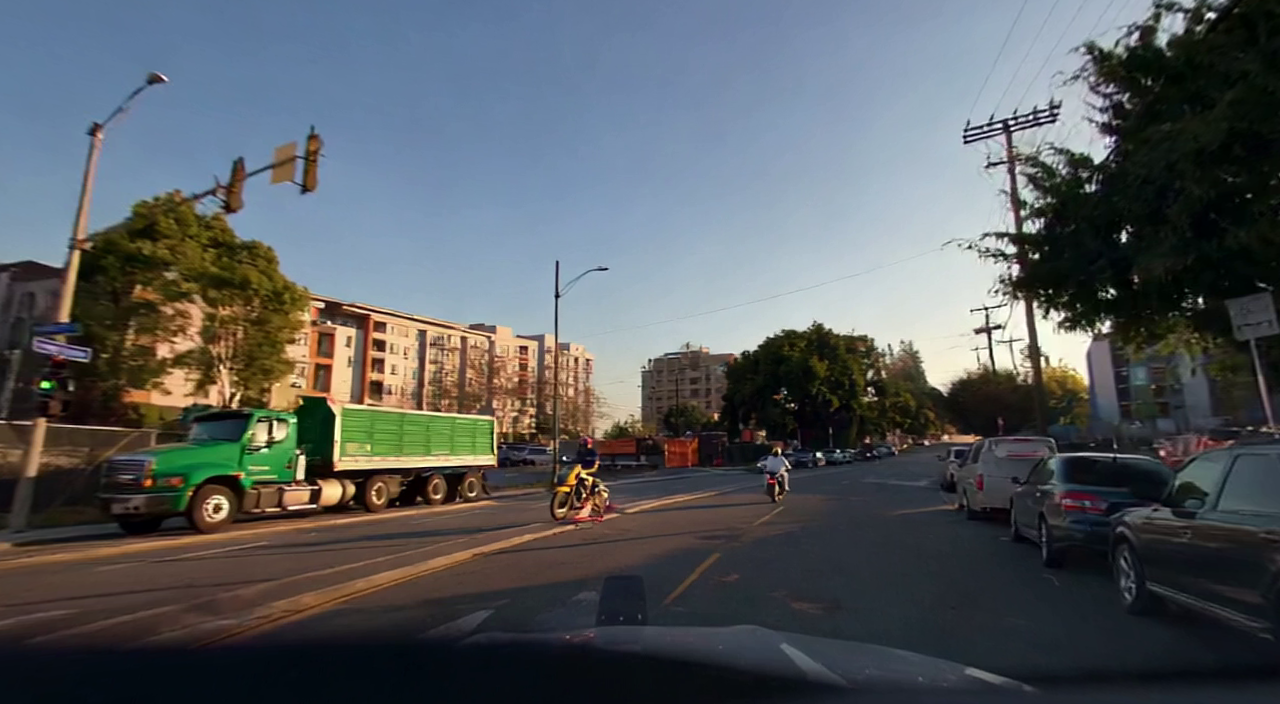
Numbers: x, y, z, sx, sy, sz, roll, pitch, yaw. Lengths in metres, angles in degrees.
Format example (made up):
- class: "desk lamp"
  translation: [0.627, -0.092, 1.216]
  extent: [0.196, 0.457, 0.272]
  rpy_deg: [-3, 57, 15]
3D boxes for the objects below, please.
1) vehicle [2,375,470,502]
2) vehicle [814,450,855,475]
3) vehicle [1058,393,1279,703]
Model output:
- class: "vehicle"
  translation: [-13.679, 3.685, 25.654]
  extent: [3.442, 3.445, 16.952]
  rpy_deg: [-4, -10, 22]
- class: "vehicle"
  translation: [13.613, 7.693, 44.074]
  extent: [1.925, 1.602, 4.090]
  rpy_deg: [-4, -10, 27]
- class: "vehicle"
  translation: [4.267, 1.121, 3.410]
  extent: [2.077, 1.685, 4.493]
  rpy_deg: [-2, -9, 17]
